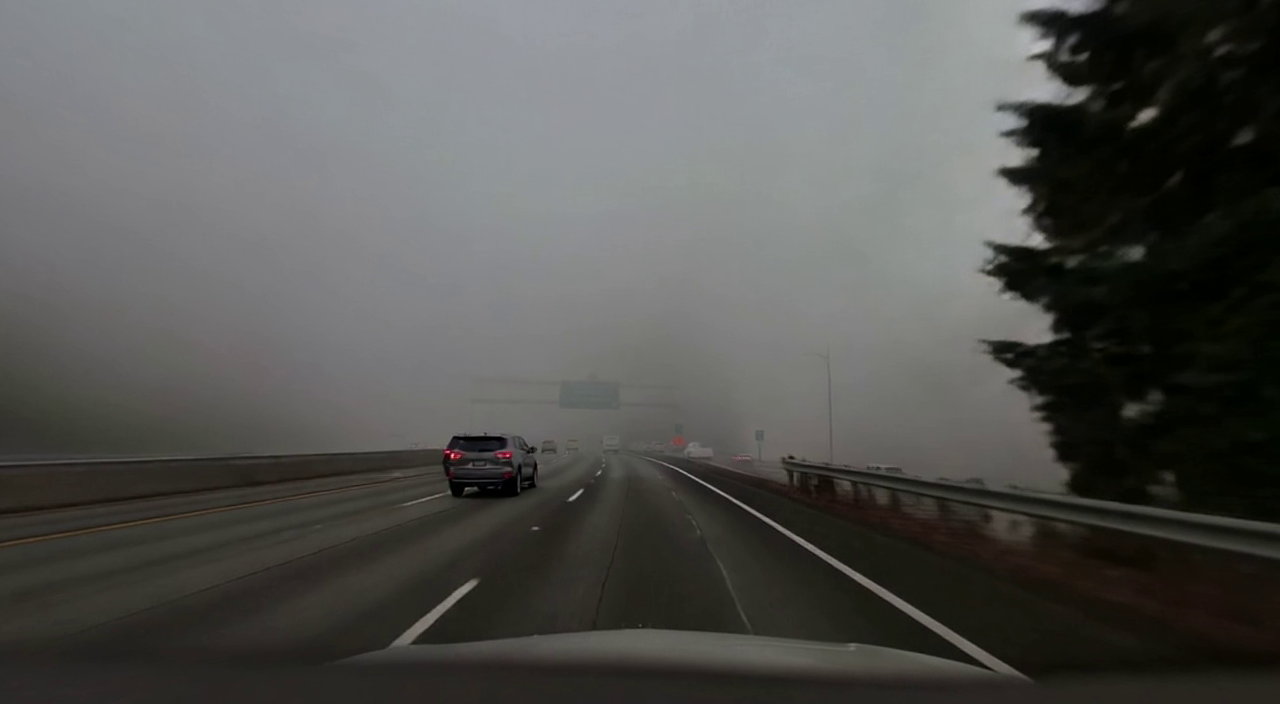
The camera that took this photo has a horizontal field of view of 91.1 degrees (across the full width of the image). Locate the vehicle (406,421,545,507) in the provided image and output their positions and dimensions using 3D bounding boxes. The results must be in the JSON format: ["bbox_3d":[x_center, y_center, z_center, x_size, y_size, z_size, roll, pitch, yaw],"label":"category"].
[{"bbox_3d":[-3.858,2.745,15.834,2.142,1.789,5.009,0,-9,0],"label":"vehicle"}]
